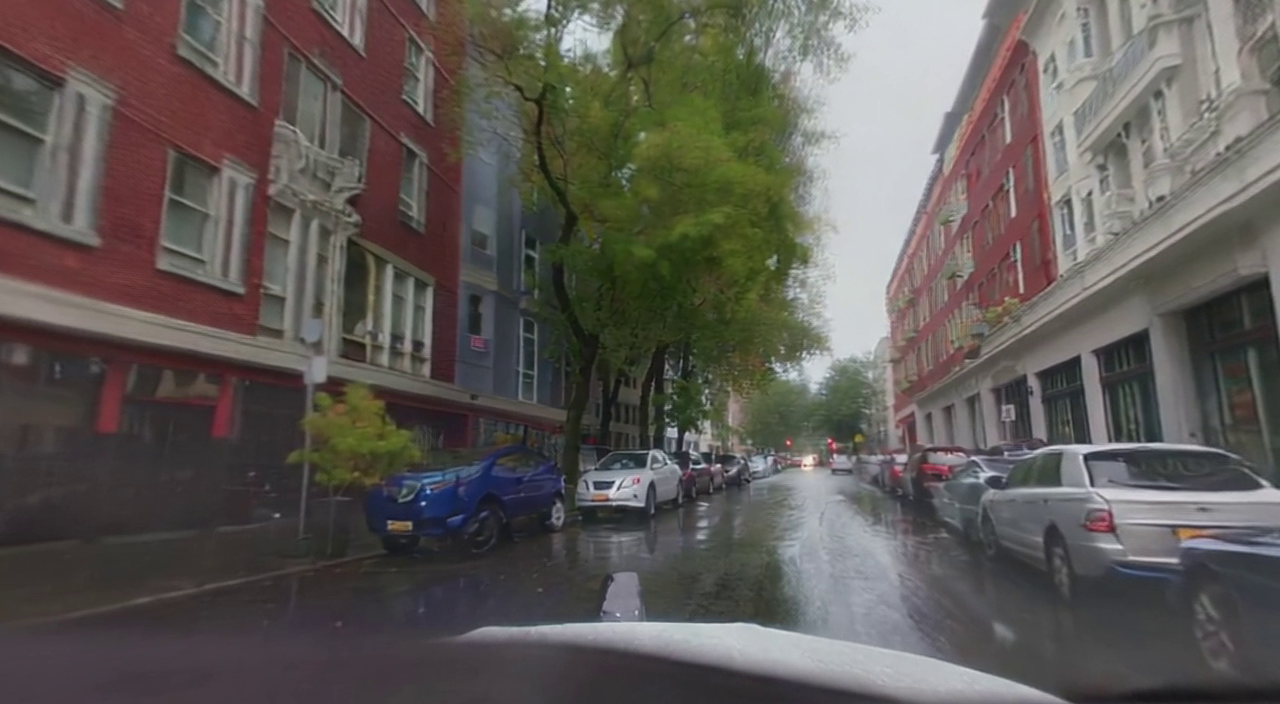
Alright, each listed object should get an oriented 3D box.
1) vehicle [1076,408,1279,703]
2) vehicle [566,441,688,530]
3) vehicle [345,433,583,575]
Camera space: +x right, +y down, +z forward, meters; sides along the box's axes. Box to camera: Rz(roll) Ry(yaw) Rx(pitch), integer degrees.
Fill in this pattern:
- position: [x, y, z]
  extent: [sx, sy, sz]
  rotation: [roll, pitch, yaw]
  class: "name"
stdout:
- position: [3.166, 0.848, 1.553]
  extent: [1.925, 1.481, 4.653]
  rotation: [-2, -8, 15]
  class: "vehicle"
- position: [-0.154, 3.035, 15.051]
  extent: [1.867, 1.519, 3.920]
  rotation: [0, -4, 15]
  class: "vehicle"
- position: [-2.240, 1.941, 8.855]
  extent: [1.875, 1.564, 2.982]
  rotation: [-2, -7, 16]
  class: "vehicle"
